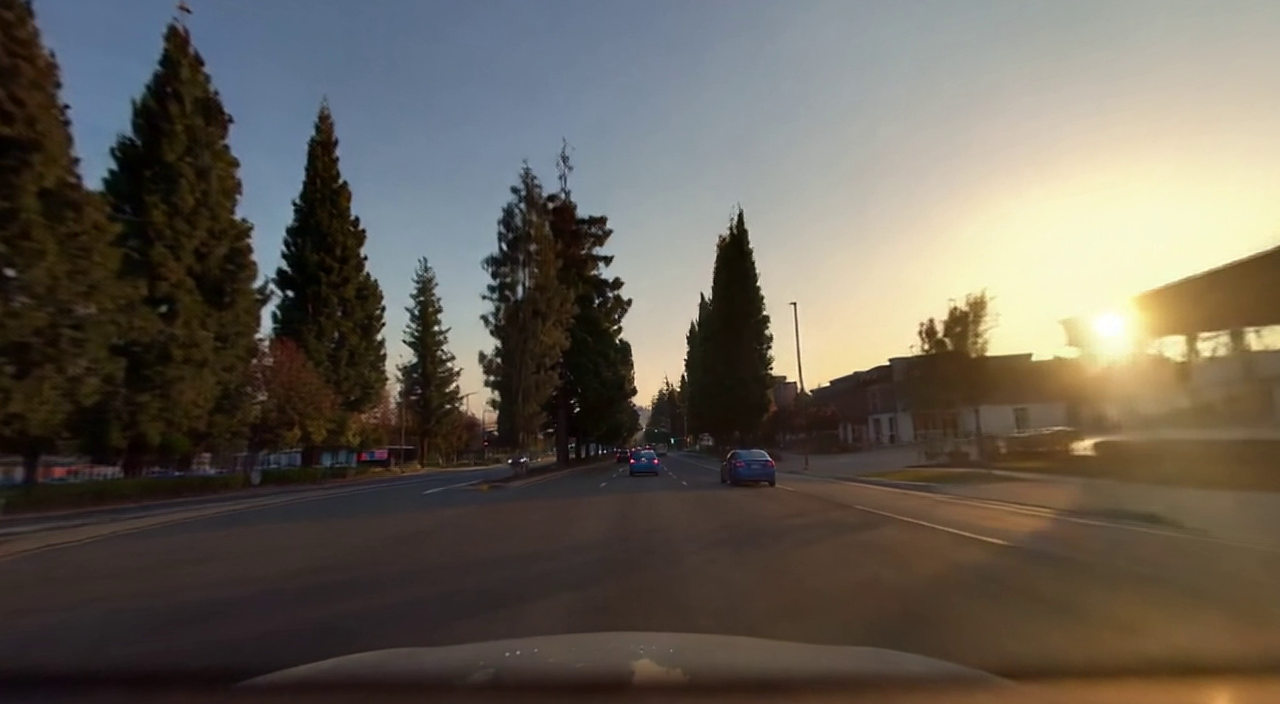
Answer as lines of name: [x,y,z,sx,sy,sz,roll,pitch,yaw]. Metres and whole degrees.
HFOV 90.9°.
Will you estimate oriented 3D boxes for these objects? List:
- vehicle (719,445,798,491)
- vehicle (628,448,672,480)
vehicle: [4.236,4.231,23.300,2.067,1.497,4.327,0,-9,0]
vehicle: [0.465,5.792,32.884,2.144,1.505,4.128,0,-9,0]
